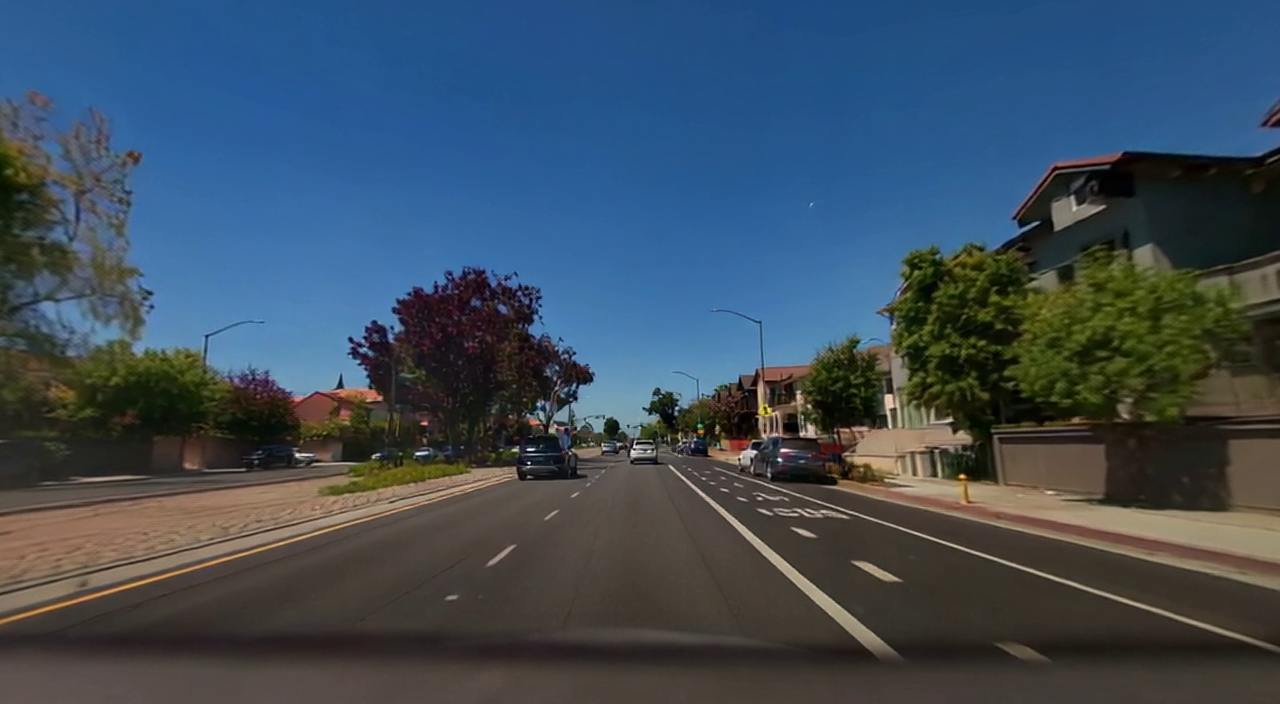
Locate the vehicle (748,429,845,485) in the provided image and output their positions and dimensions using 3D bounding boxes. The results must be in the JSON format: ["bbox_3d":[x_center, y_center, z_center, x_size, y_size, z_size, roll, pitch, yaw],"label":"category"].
[{"bbox_3d":[5.773,3.988,24.216,2.217,1.874,5.660,0,-9,0],"label":"vehicle"}]

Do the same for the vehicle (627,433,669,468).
[{"bbox_3d":[0.452,5.699,36.719,2.273,1.851,5.075,0,-9,0],"label":"vehicle"}]

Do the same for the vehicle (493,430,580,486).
[{"bbox_3d":[-3.538,3.755,22.547,2.233,1.775,4.491,0,-9,1],"label":"vehicle"}]
